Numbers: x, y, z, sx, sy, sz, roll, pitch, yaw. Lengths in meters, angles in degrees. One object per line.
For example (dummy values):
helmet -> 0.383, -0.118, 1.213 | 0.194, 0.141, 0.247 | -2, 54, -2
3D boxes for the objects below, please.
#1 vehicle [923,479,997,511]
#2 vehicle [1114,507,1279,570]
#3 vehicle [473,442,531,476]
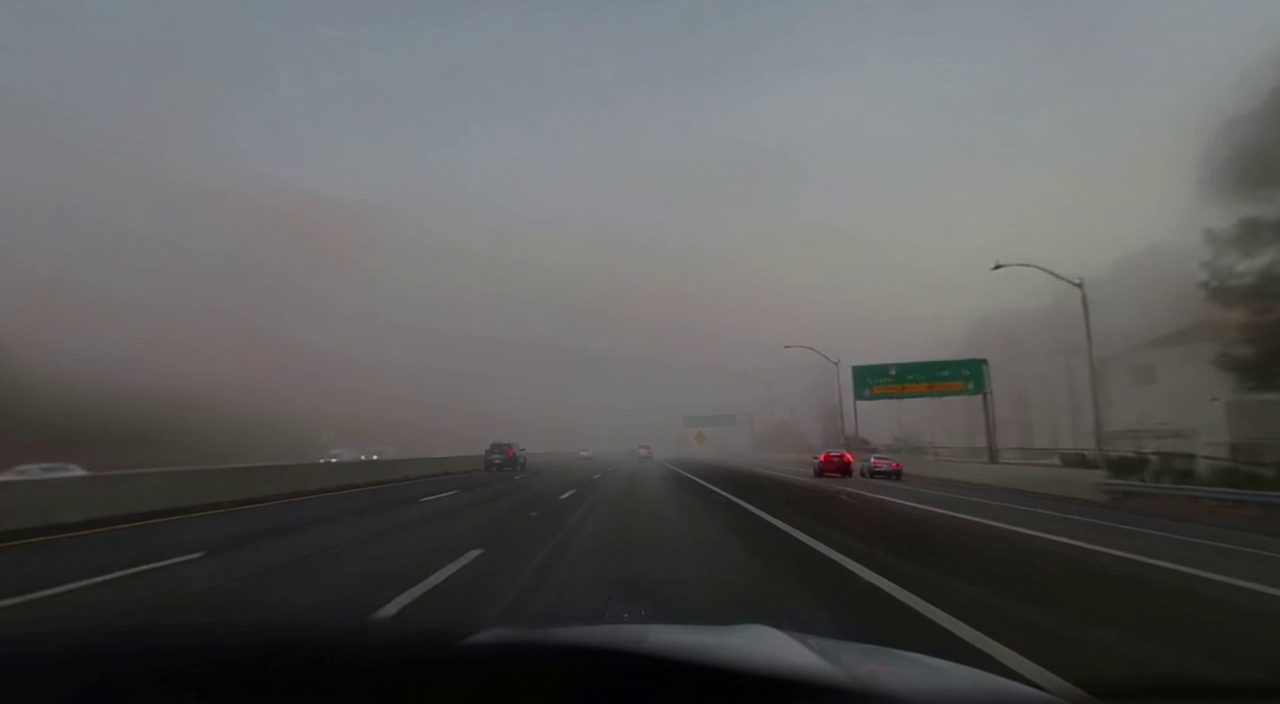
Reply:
vehicle -> 19.981, 8.910, 39.604 | 1.875, 1.610, 4.265 | 1, -9, -9
vehicle -> 21.331, 7.081, 24.384 | 2.008, 1.658, 4.776 | 0, -9, -5
vehicle -> -7.300, 5.692, 33.745 | 2.088, 1.678, 4.426 | -1, -9, 0
